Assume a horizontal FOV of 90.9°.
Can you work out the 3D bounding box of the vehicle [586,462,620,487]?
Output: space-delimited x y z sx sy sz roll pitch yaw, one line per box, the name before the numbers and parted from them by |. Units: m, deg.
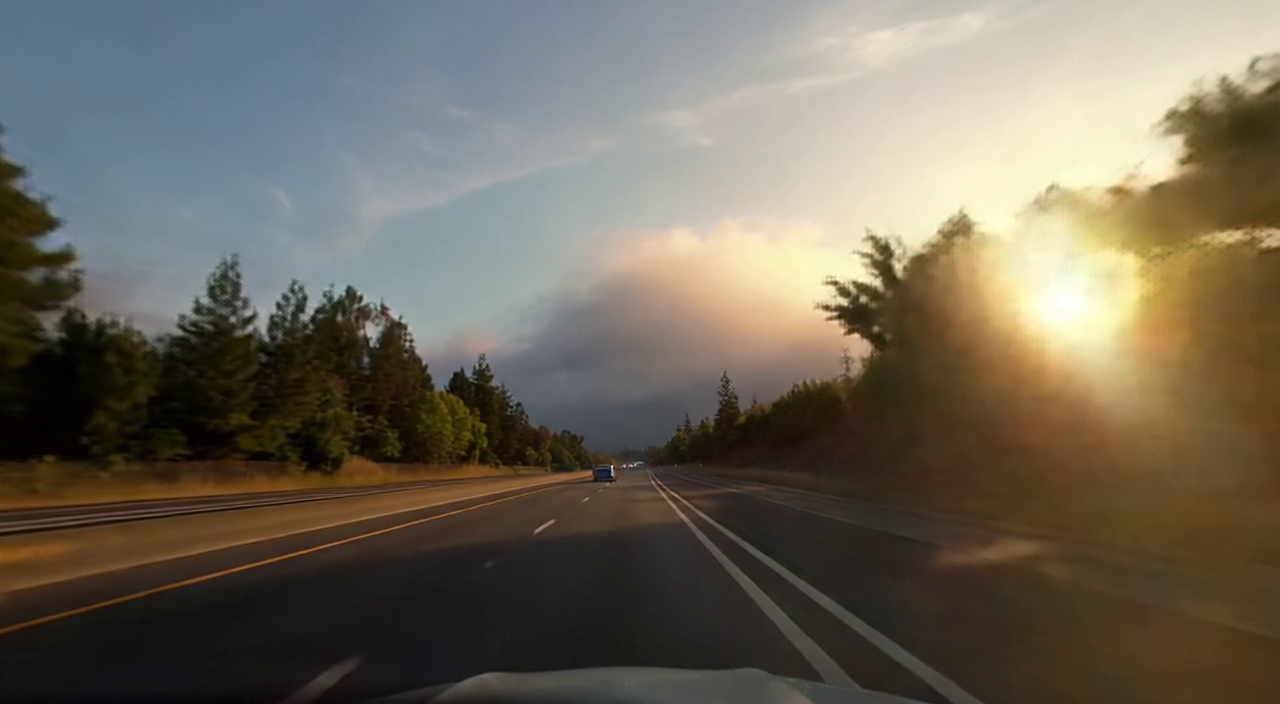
vehicle | -2.467 8.294 42.790 1.900 1.550 4.146 0 -10 2
